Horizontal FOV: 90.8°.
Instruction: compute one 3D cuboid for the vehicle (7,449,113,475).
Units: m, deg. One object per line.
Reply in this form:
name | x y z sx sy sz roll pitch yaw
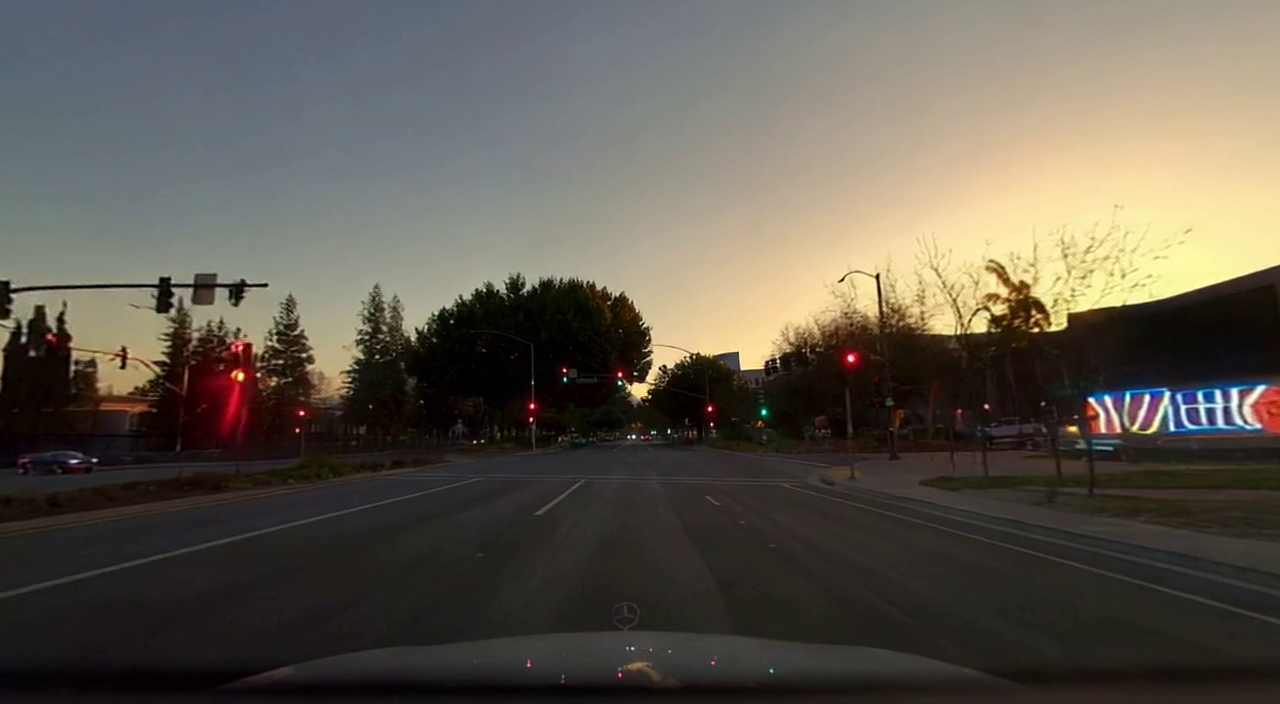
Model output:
vehicle | -35.120 6.656 38.315 4.500 1.465 1.936 0 -8 1
